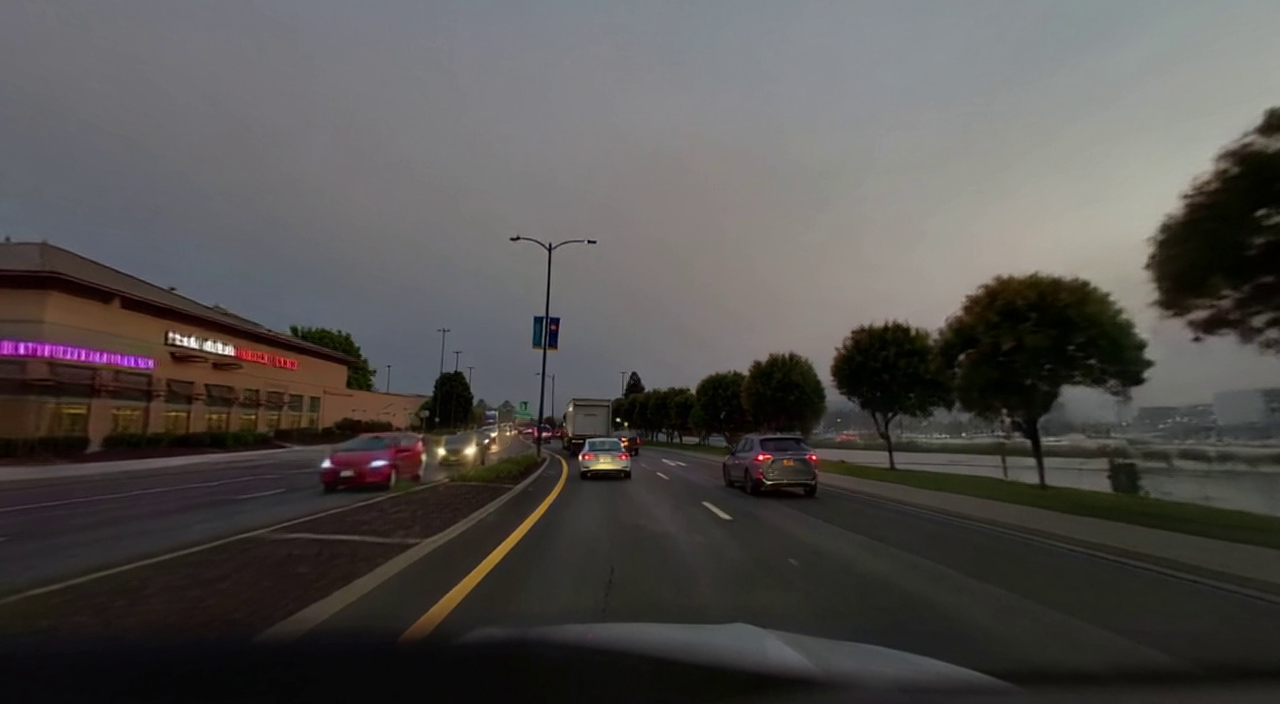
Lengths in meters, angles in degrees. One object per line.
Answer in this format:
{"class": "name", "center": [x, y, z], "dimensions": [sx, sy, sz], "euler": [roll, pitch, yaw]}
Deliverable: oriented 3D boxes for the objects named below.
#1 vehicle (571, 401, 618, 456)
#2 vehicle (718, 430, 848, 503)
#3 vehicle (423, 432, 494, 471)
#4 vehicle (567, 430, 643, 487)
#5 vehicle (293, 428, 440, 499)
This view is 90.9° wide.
{"class": "vehicle", "center": [-3.282, 5.379, 43.873], "dimensions": [2.917, 3.482, 6.946], "euler": [1, -8, -7]}
{"class": "vehicle", "center": [3.183, 2.614, 14.919], "dimensions": [1.889, 1.480, 3.876], "euler": [1, -8, -5]}
{"class": "vehicle", "center": [-7.681, 4.237, 27.163], "dimensions": [1.984, 1.486, 4.708], "euler": [1, -8, -4]}
{"class": "vehicle", "center": [-1.054, 3.039, 18.300], "dimensions": [1.991, 1.472, 3.518], "euler": [1, -8, -5]}
{"class": "vehicle", "center": [-6.682, 2.740, 15.979], "dimensions": [2.007, 1.532, 4.266], "euler": [1, -8, -3]}
